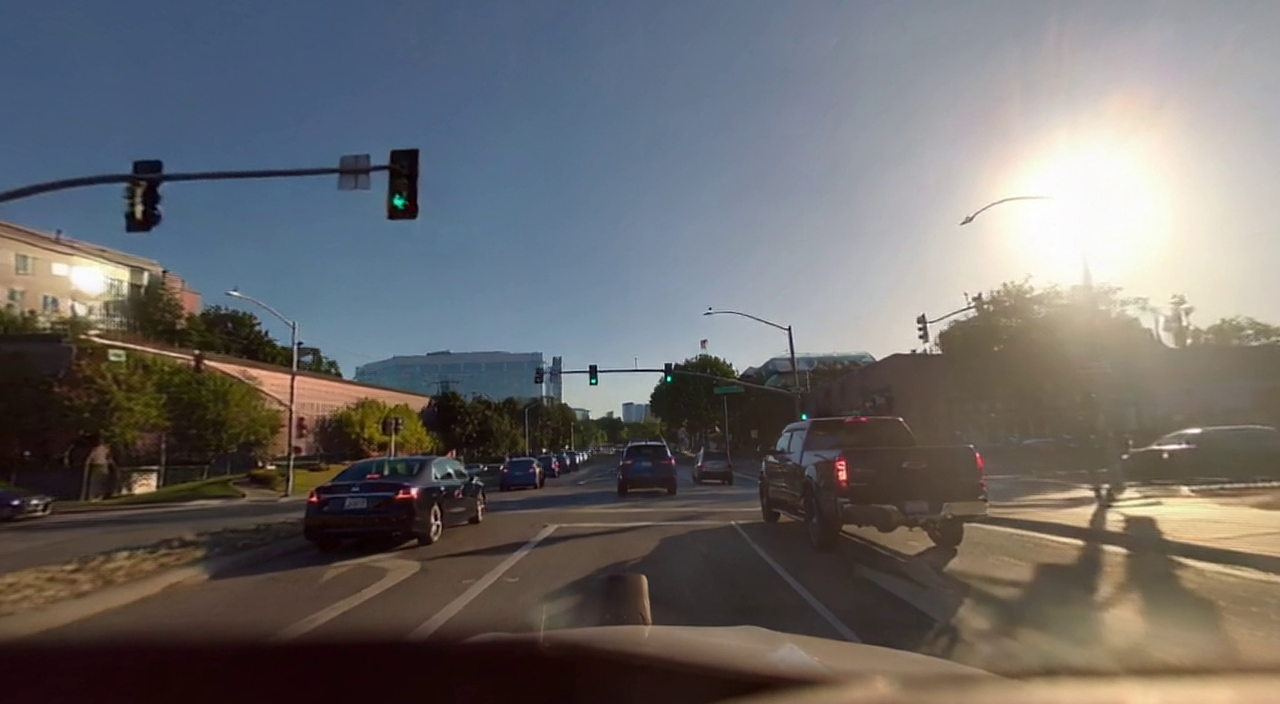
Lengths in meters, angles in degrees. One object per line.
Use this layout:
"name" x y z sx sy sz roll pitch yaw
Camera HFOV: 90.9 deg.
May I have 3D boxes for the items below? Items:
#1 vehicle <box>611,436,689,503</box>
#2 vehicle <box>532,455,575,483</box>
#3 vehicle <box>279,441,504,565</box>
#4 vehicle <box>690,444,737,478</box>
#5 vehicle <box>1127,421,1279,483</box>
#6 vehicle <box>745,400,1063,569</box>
"vehicle" 0.317 3.441 18.963 2.113 1.768 3.901 -1 -8 2
"vehicle" -5.187 7.084 38.383 1.882 1.342 3.755 -5 -8 2
"vehicle" -3.586 2.208 10.235 1.909 1.476 4.751 0 -8 -3
"vehicle" 4.556 6.880 40.242 2.408 1.908 5.355 0 -8 1
"vehicle" 19.860 3.378 21.658 4.437 1.863 2.068 -2 -6 1
"vehicle" 3.422 1.884 10.008 2.571 1.857 5.841 0 -8 1
